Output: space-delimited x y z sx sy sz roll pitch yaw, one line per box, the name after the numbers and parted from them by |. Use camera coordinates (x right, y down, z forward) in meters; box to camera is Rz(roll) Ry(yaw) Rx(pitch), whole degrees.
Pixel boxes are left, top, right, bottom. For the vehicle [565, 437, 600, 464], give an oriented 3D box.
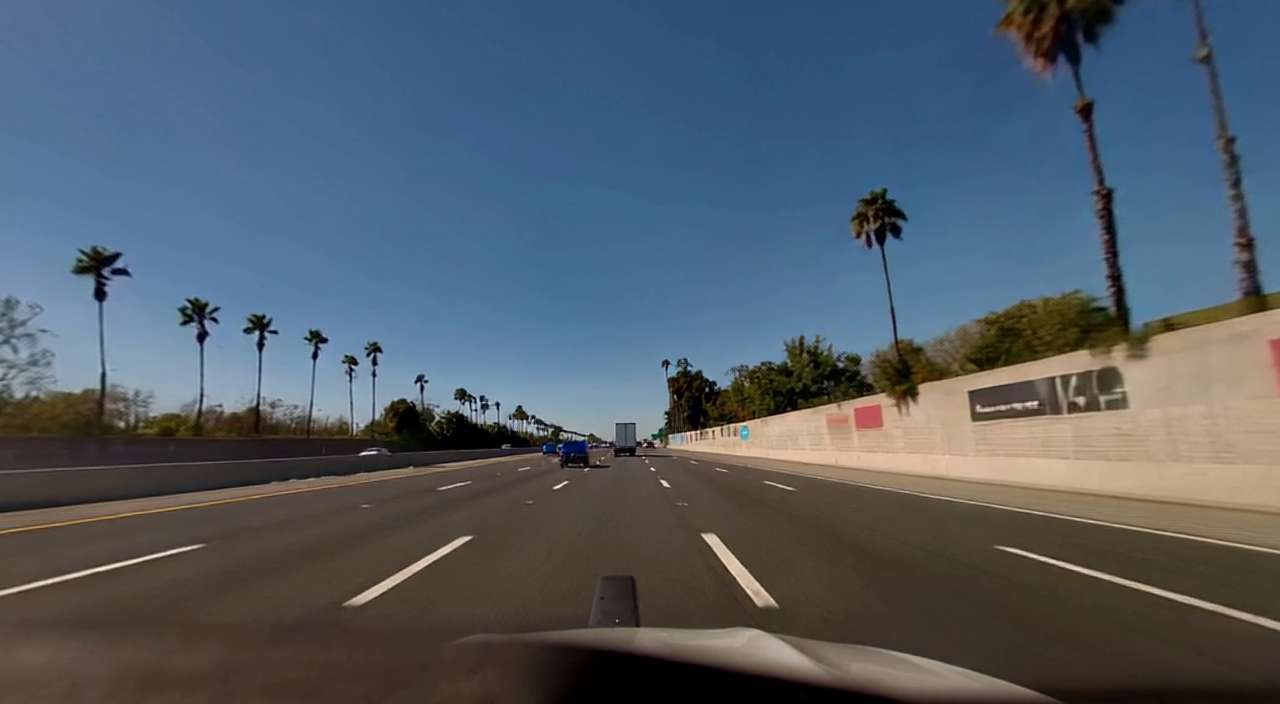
-4.469 7.764 49.943 2.390 2.007 4.901 0 -9 -1 | vehicle

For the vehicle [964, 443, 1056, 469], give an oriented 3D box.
22.970 6.460 39.323 4.397 1.495 2.110 0 -9 1 | vehicle

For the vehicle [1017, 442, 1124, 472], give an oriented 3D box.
23.175 5.653 34.119 4.210 1.539 2.121 0 -9 -2 | vehicle
